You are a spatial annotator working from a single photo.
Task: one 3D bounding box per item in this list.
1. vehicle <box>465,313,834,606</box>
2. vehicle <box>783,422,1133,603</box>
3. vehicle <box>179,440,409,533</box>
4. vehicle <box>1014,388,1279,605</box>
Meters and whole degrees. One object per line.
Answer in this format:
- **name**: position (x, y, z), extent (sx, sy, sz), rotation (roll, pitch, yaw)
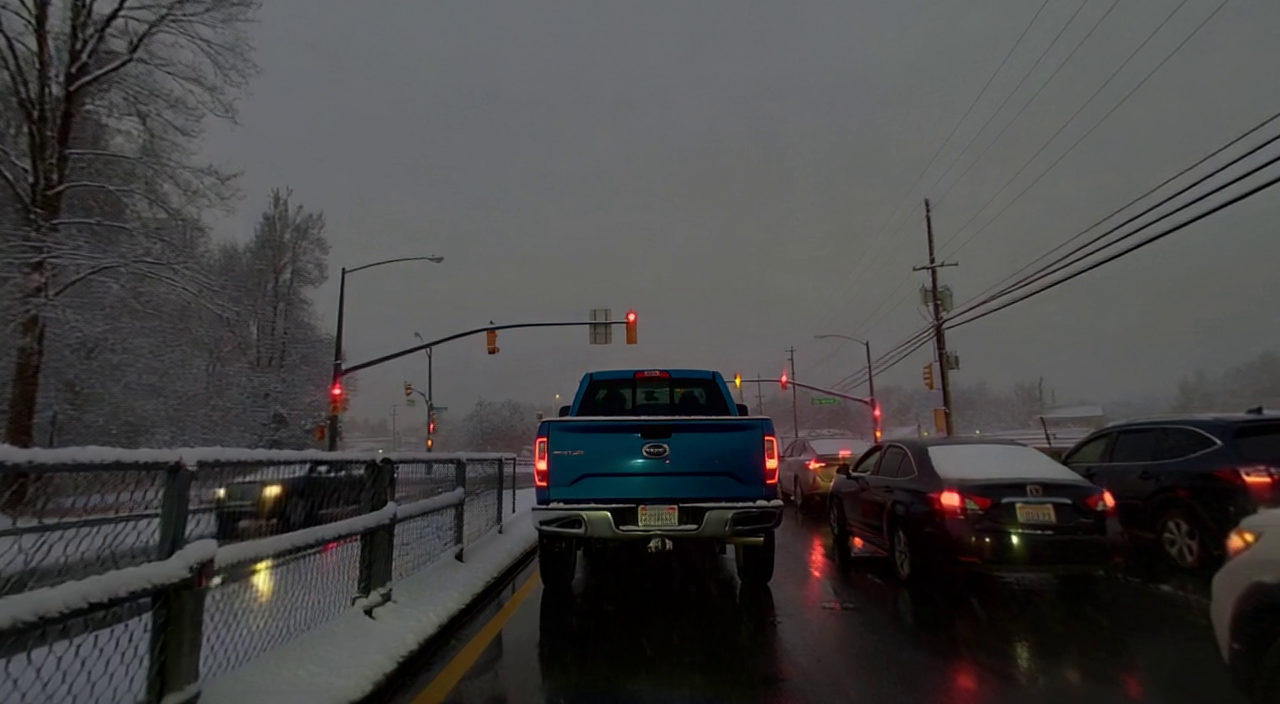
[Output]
- **vehicle**: position (0.110, 1.267, 8.042), extent (2.831, 2.284, 6.149), rotation (0, -8, 1)
- **vehicle**: position (3.116, 1.643, 7.354), extent (1.993, 1.495, 4.060), rotation (0, -8, 1)
- **vehicle**: position (-7.282, 2.835, 14.024), extent (2.369, 1.690, 4.529), rotation (0, -8, 3)
- **vehicle**: position (6.154, 1.366, 6.449), extent (1.982, 1.727, 4.352), rotation (0, -8, 1)
